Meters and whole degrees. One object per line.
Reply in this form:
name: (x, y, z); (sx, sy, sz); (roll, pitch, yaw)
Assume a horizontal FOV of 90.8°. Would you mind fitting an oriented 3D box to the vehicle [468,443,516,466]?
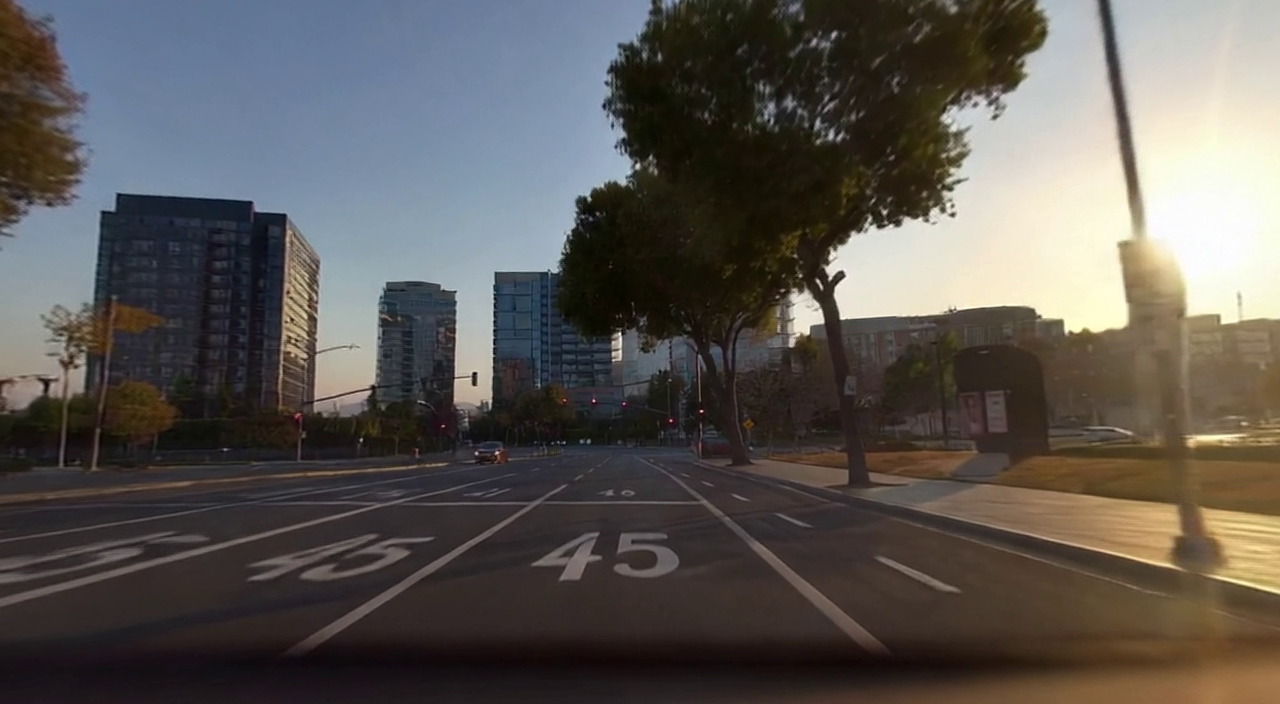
vehicle: (-9.967, 6.930, 42.876); (2.089, 1.390, 4.555); (0, -8, 0)
